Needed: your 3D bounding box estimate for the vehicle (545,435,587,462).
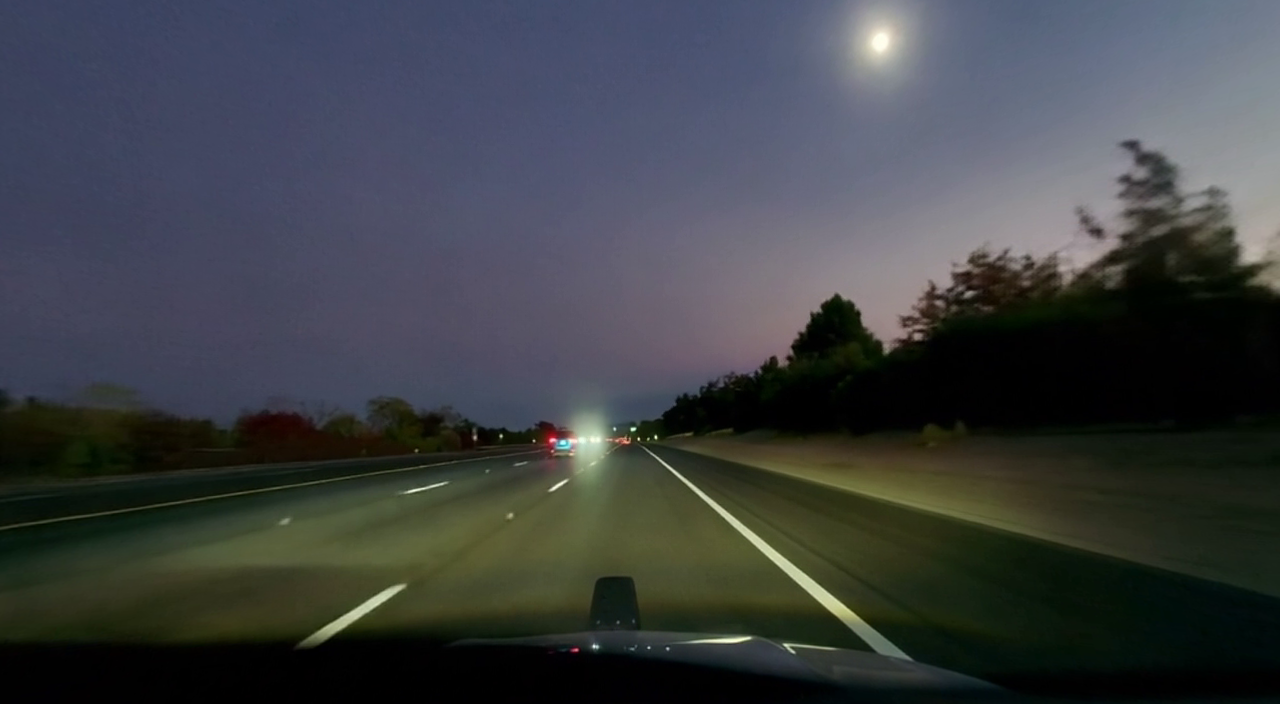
[{"bbox_3d":[-4.410,5.779,37.991,2.063,1.496,4.225,0,-8,-1],"label":"vehicle"}]
